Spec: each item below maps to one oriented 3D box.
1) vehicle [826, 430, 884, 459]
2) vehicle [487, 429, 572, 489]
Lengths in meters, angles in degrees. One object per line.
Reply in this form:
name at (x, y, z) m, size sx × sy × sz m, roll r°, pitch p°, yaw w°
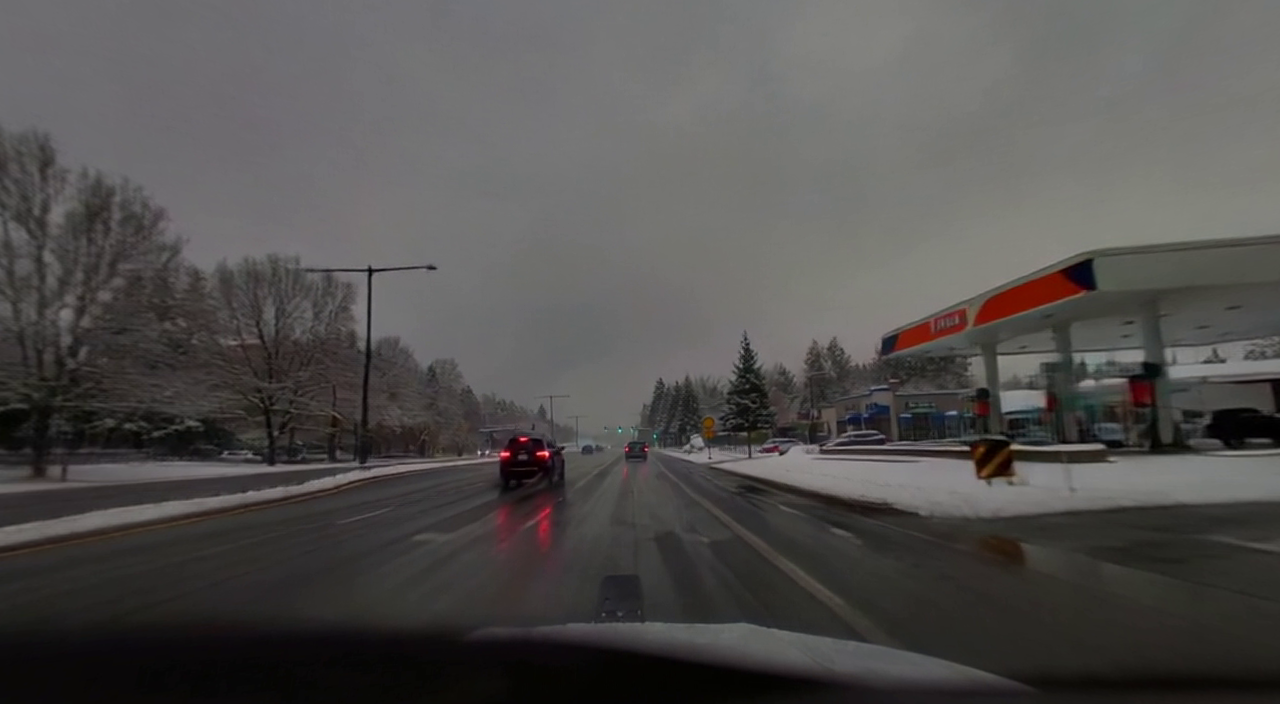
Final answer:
vehicle at (14.366, 6.251, 42.547) m, size 2.041 × 1.793 × 5.054 m, roll 0°, pitch -9°, yaw -1°
vehicle at (-3.535, 3.527, 21.117) m, size 1.985 × 1.772 × 4.479 m, roll 0°, pitch -8°, yaw 0°
